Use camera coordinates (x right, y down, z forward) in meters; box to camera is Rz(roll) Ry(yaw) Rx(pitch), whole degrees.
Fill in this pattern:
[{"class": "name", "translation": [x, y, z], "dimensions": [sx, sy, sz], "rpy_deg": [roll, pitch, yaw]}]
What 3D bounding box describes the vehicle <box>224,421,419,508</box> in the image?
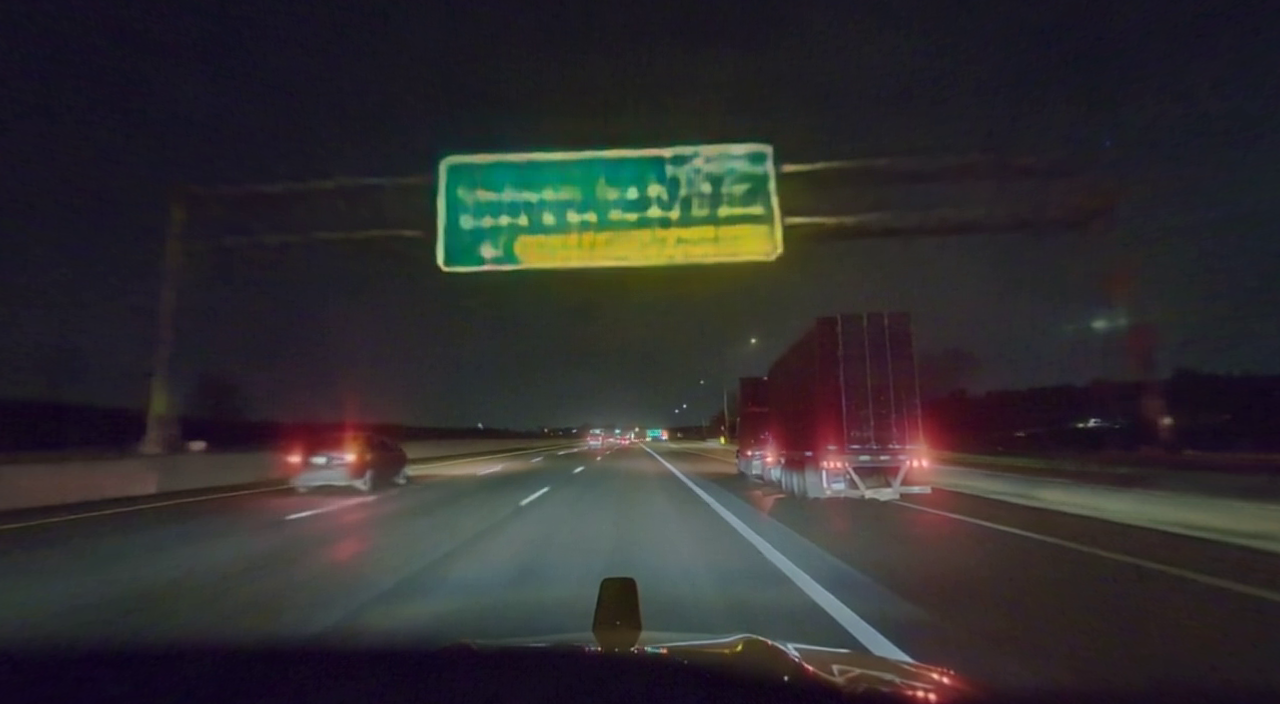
[{"class": "vehicle", "translation": [-7.028, 2.511, 14.586], "dimensions": [2.111, 1.662, 4.630], "rpy_deg": [0, -8, 0]}]
